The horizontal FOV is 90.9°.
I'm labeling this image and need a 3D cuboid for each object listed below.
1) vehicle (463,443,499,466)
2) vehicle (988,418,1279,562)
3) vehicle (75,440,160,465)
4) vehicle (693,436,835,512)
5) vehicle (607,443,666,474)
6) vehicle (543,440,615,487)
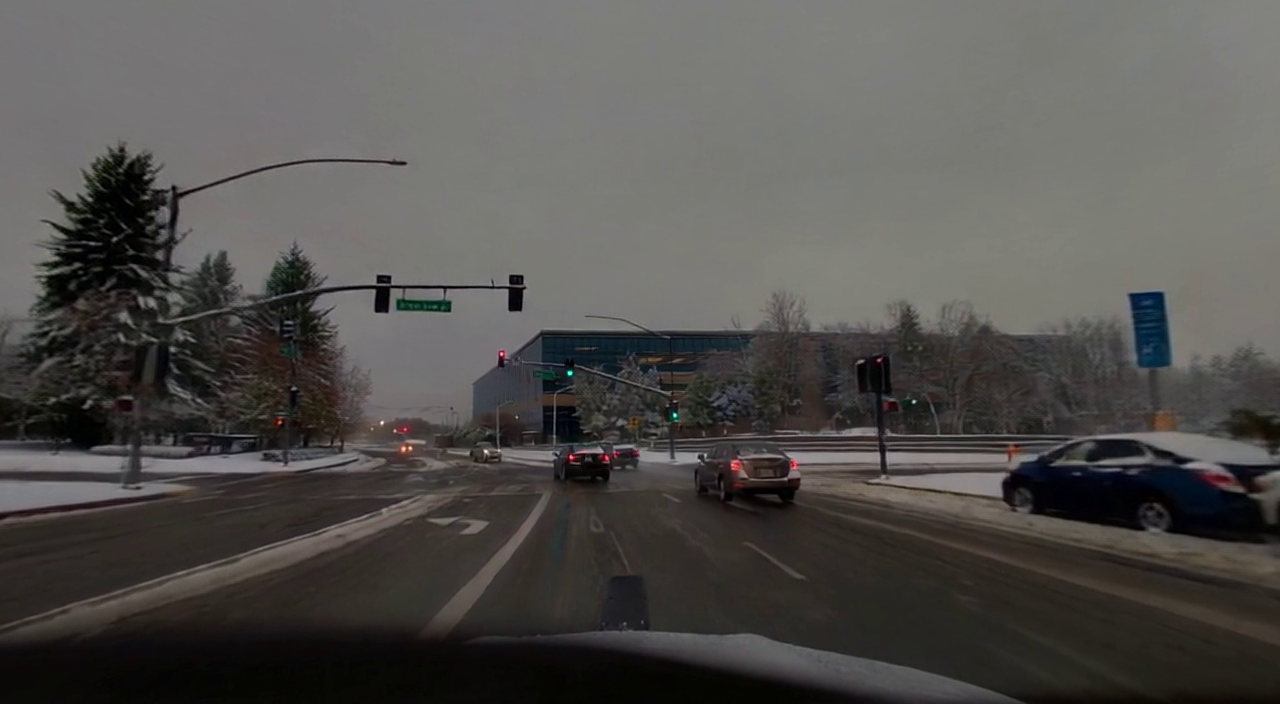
[{"bbox_3d":[-11.982,7.676,47.305,2.012,1.492,4.079,5,-8,-21],"label":"vehicle"},{"bbox_3d":[7.416,1.819,9.095,1.933,1.522,4.443,1,-9,-5],"label":"vehicle"},{"bbox_3d":[-34.177,6.573,41.311,3.796,1.595,1.808,3,-9,-21],"label":"vehicle"},{"bbox_3d":[2.677,2.763,14.853,1.984,1.476,4.488,1,-9,-6],"label":"vehicle"},{"bbox_3d":[-0.275,5.483,32.725,1.957,1.463,4.701,2,-9,-14],"label":"vehicle"},{"bbox_3d":[-2.419,4.145,23.840,2.308,1.535,4.811,2,-9,-10],"label":"vehicle"}]
